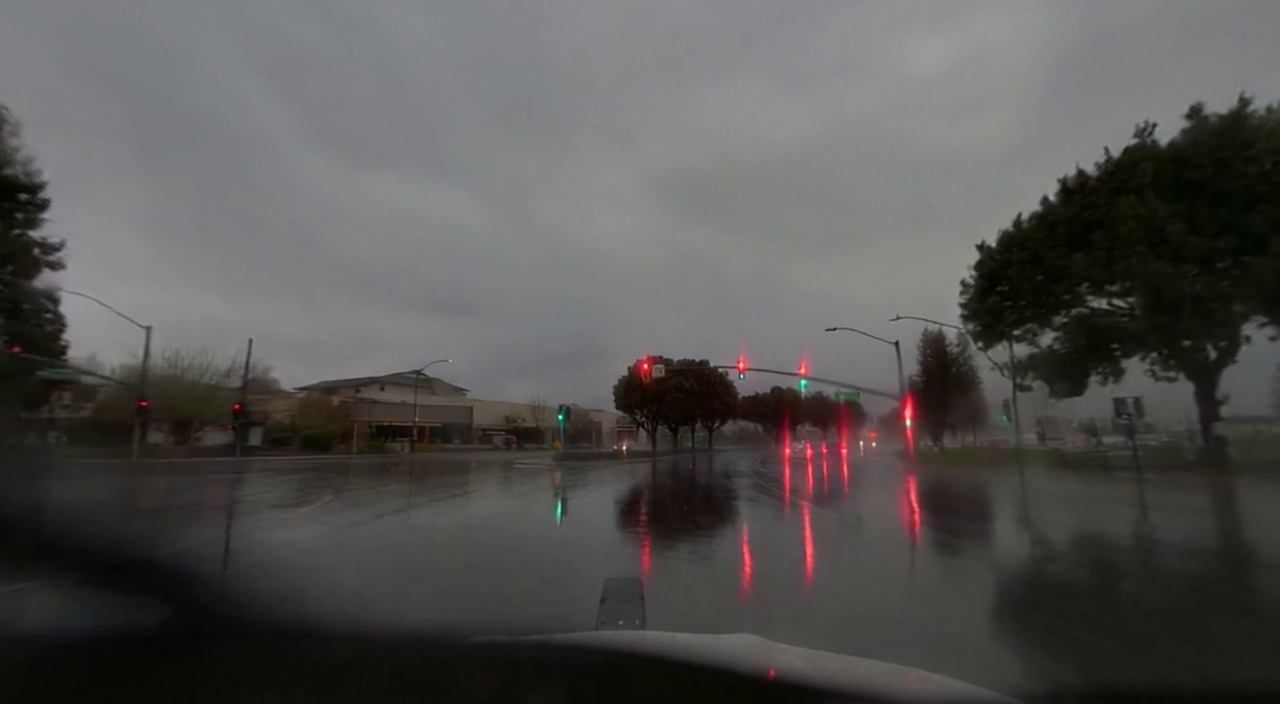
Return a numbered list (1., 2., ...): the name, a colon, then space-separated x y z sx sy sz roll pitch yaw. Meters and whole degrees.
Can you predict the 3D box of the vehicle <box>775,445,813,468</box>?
1. vehicle: 10.339 7.003 42.722 1.988 1.460 3.996 -1 -9 7
